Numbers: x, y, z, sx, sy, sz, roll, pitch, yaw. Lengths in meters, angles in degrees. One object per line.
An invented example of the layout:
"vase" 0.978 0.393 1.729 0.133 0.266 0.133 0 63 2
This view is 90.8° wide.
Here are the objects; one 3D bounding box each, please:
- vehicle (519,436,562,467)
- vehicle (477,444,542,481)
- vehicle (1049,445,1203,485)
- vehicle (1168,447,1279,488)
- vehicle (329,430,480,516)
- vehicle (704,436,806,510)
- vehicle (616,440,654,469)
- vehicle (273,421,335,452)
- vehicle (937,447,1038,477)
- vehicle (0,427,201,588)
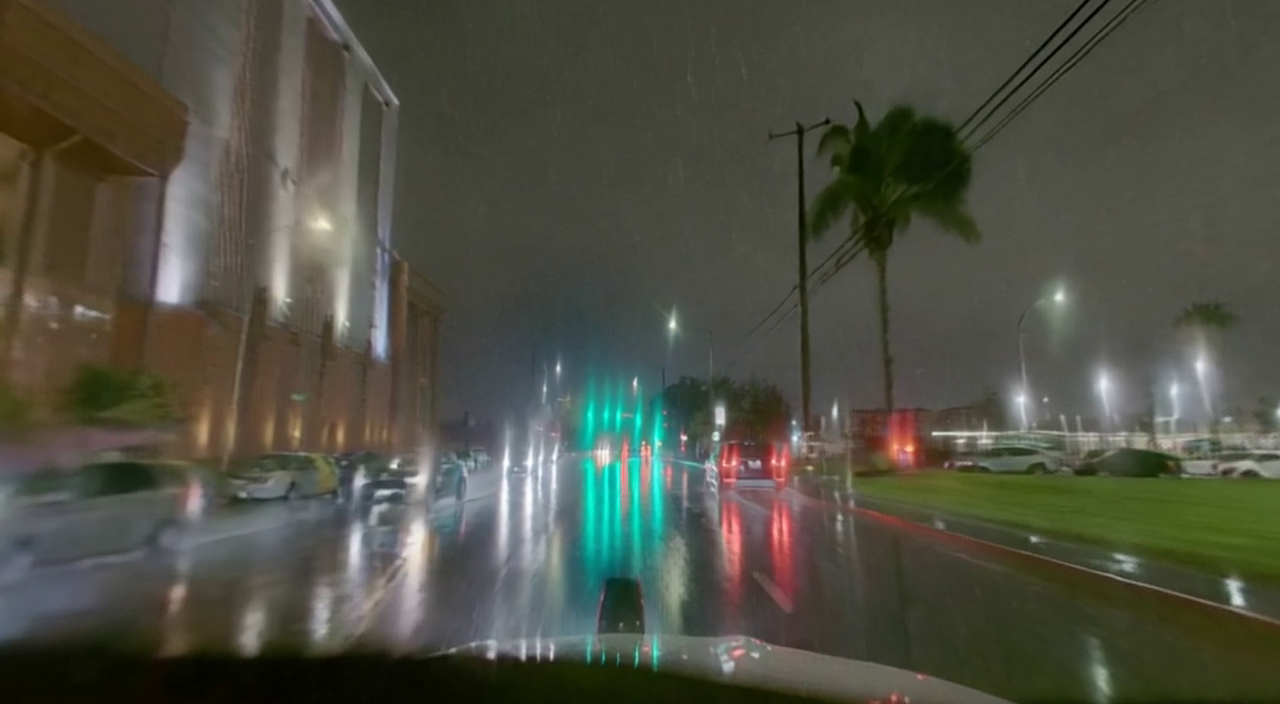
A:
"vehicle" -6.429 6.489 41.416 2.138 1.858 4.788 0 -8 -1
"vehicle" -6.064 5.172 29.897 2.168 1.572 4.635 0 -8 -1
"vehicle" 20.542 4.778 26.892 4.673 1.592 2.193 -1 -8 2
"vehicle" 25.264 4.878 26.885 3.611 1.590 2.171 0 -8 0
"vehicle" -5.881 3.057 16.572 2.106 1.890 4.783 0 -8 0
"vehicle" 3.166 3.414 18.327 1.995 1.858 4.333 0 -8 -2
"vehicle" -0.315 6.209 38.503 2.196 1.655 3.939 0 -8 -1
"vehicle" -21.693 5.449 40.730 3.716 1.517 1.826 3 -7 35
"vehicle" 20.332 6.448 37.114 4.540 1.386 2.337 -4 -9 -1
"vehicle" -8.807 2.110 9.111 2.037 1.939 3.958 0 -8 0
